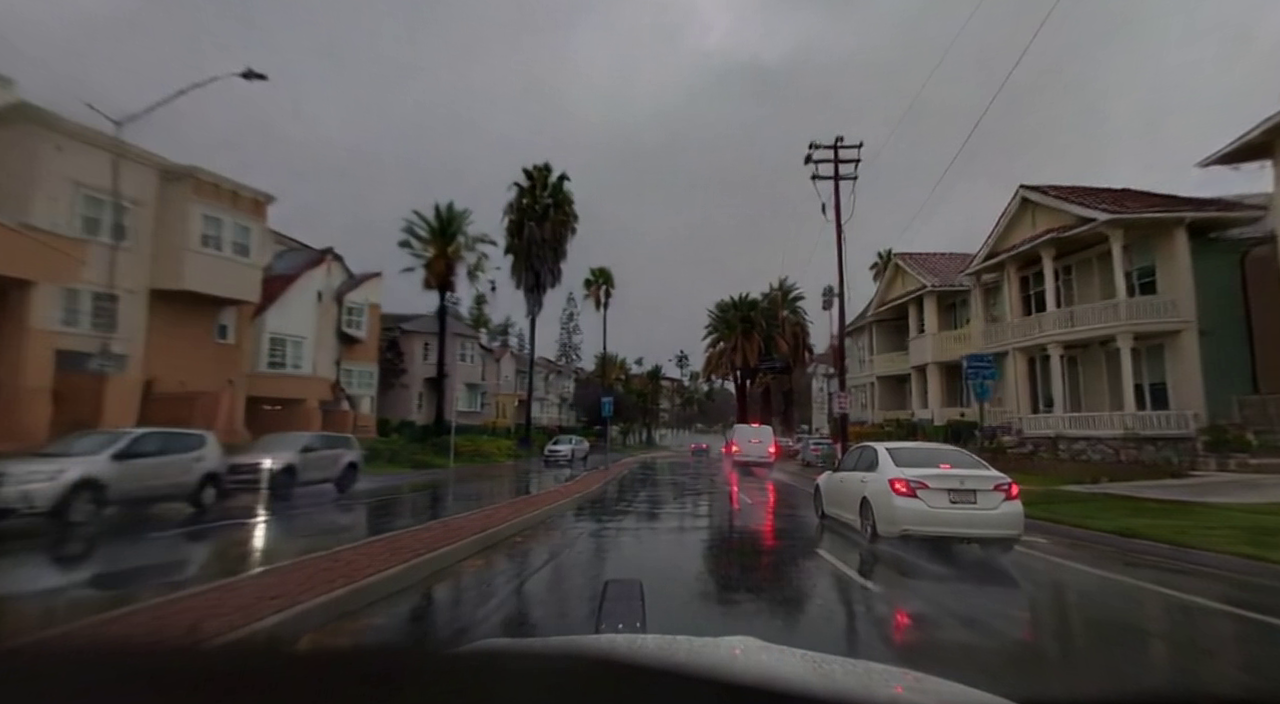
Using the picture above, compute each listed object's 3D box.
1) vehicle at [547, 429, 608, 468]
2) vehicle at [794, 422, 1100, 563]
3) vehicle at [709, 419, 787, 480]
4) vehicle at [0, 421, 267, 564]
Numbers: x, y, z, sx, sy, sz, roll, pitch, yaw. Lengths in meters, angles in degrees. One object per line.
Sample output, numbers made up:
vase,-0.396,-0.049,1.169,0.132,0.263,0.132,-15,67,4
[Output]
vehicle,-3.388,5.320,35.088,2.069,1.820,4.388,-4,-6,12
vehicle,3.998,1.911,9.367,2.096,1.552,4.519,0,-9,-3
vehicle,3.809,3.561,23.076,2.109,2.002,4.424,0,-9,1
vehicle,-7.789,1.795,8.984,2.023,1.518,4.388,-2,-6,5
